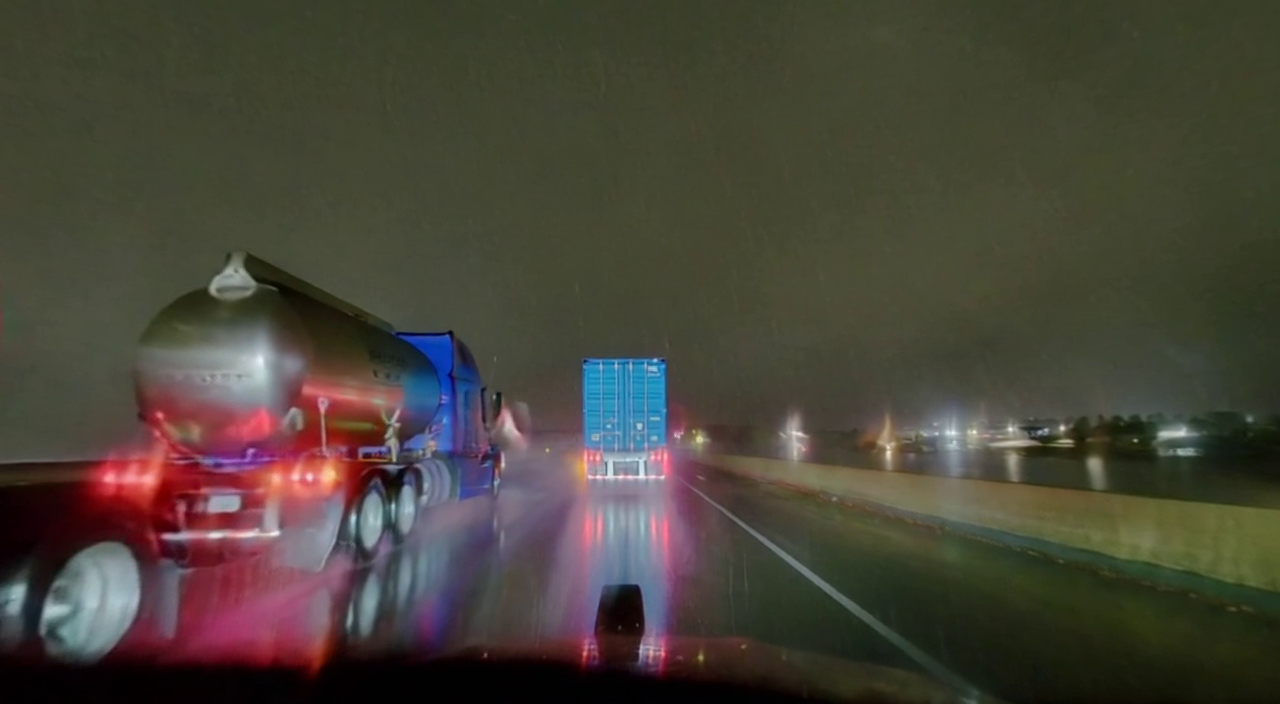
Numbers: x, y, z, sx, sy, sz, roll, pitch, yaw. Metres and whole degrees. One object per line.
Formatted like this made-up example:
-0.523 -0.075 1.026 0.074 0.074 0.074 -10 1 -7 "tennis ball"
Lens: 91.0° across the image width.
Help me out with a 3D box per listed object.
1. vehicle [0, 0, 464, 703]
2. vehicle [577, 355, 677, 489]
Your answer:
-4.310 -0.457 0.877 3.267 3.655 17.154 0 -9 0 "vehicle"
-0.357 2.922 24.472 2.942 4.003 11.297 0 -9 0 "vehicle"
